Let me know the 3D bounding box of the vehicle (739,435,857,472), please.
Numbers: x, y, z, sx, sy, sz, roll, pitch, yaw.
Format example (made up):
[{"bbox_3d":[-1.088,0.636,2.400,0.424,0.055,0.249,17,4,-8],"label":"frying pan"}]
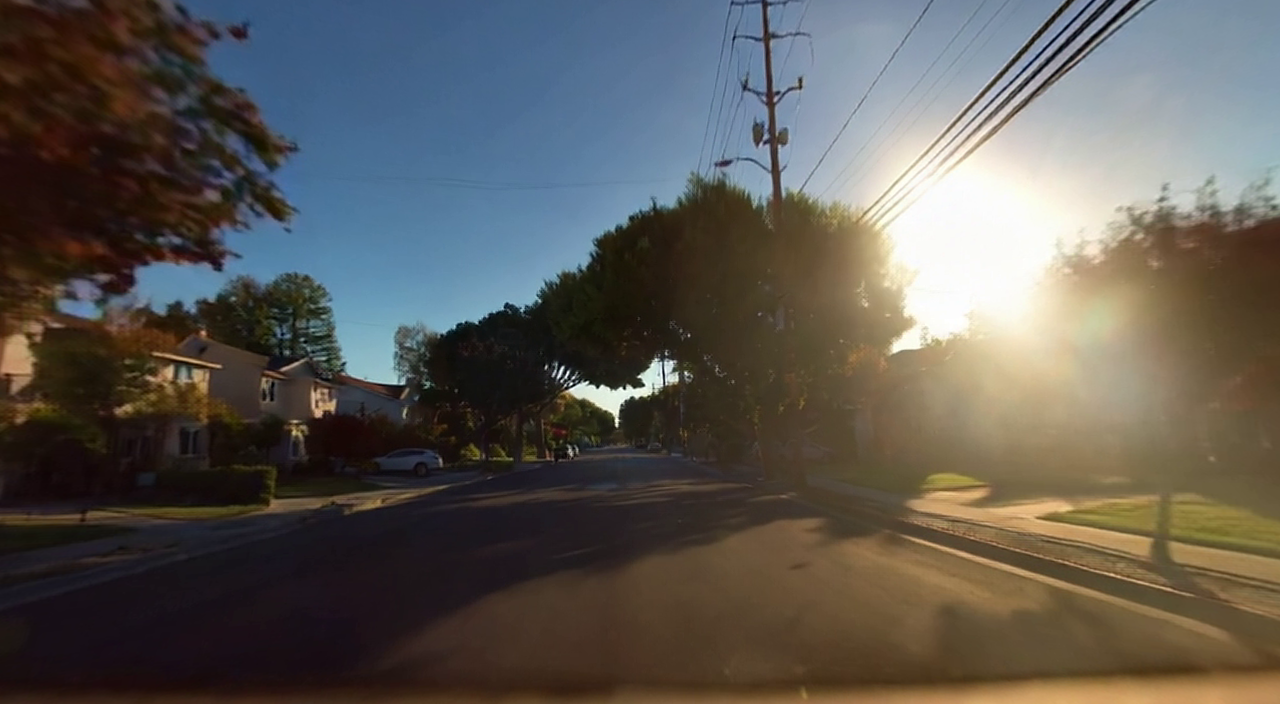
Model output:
[{"bbox_3d":[8.684,5.644,35.289,5.890,1.896,2.459,-1,-8,0],"label":"vehicle"}]

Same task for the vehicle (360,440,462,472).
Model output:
[{"bbox_3d":[-11.437,5.213,31.748,4.371,1.482,1.954,1,-8,-3],"label":"vehicle"}]
